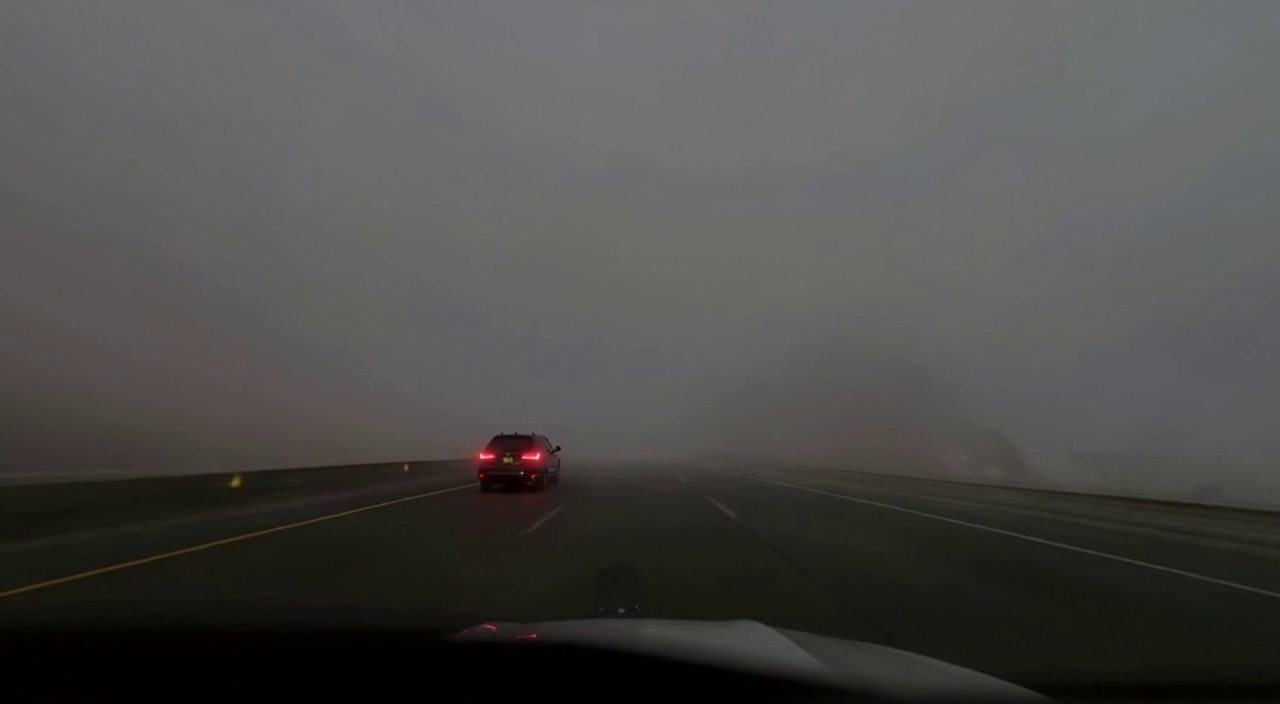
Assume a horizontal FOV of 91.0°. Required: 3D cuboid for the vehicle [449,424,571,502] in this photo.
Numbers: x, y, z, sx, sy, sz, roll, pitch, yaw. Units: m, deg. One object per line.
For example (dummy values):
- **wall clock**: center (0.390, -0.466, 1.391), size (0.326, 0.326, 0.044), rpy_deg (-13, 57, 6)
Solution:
- **vehicle**: center (-3.575, 3.214, 18.654), size (2.379, 1.918, 5.504), rpy_deg (0, -9, 1)
